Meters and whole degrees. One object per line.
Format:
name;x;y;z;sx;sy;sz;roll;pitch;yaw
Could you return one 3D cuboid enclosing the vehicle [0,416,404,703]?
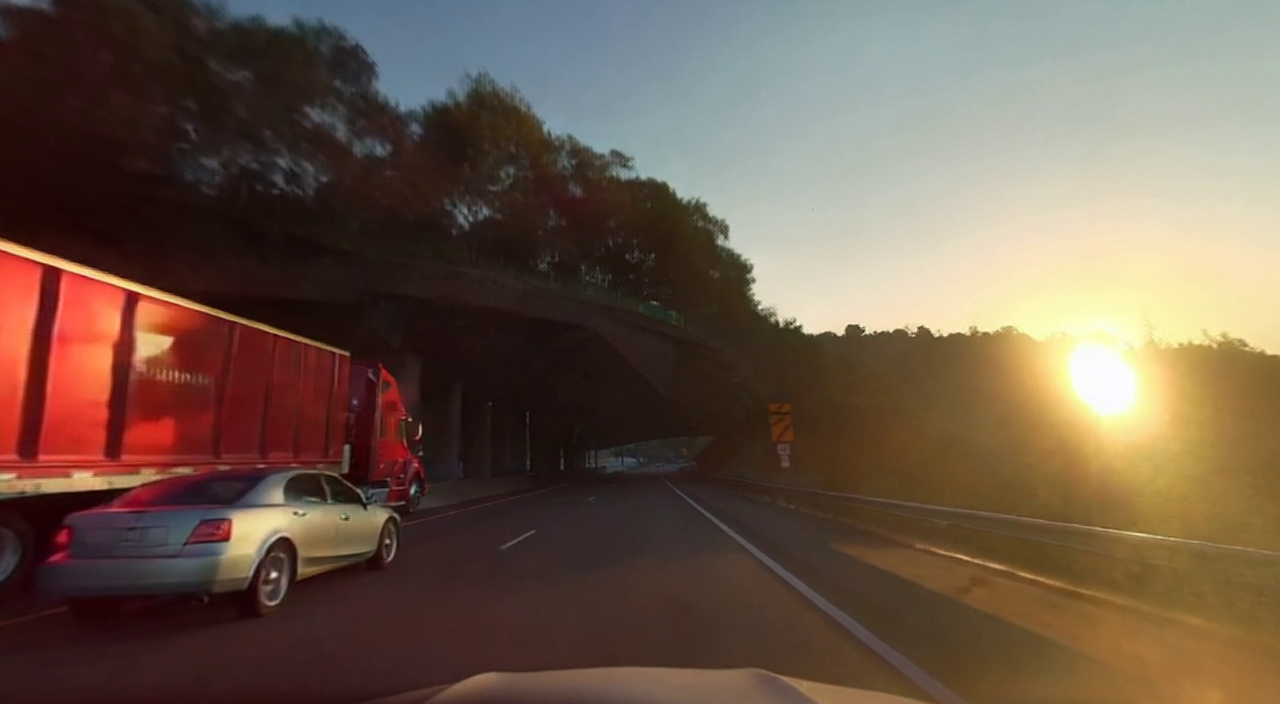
vehicle;-4.067;1.484;5.321;2.135;1.506;5.041;1;-10;1
